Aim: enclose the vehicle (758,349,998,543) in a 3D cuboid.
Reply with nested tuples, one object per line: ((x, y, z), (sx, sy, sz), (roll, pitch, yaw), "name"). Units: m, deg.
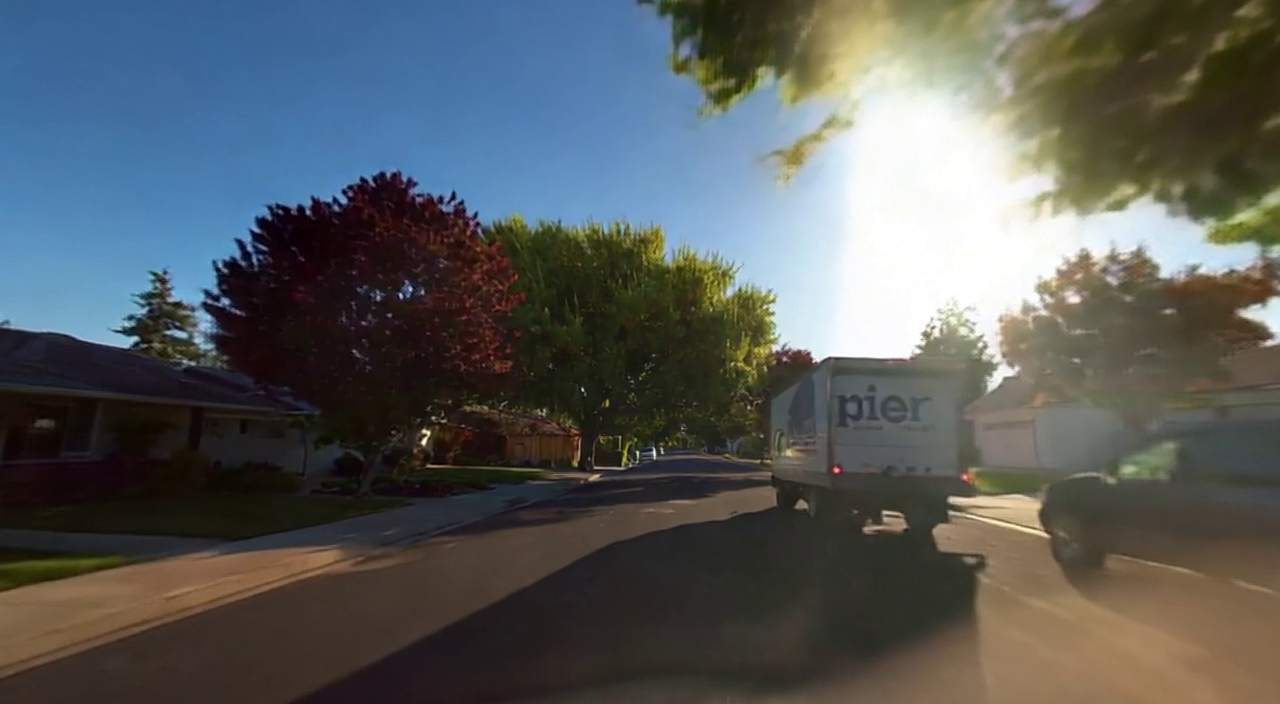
((4.425, 2.041, 13.750), (2.924, 3.018, 7.600), (-1, -9, 6), "vehicle")

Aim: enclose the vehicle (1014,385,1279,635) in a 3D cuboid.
((6.164, 1.416, 6.166), (2.410, 1.902, 4.277), (0, -9, 2), "vehicle")
